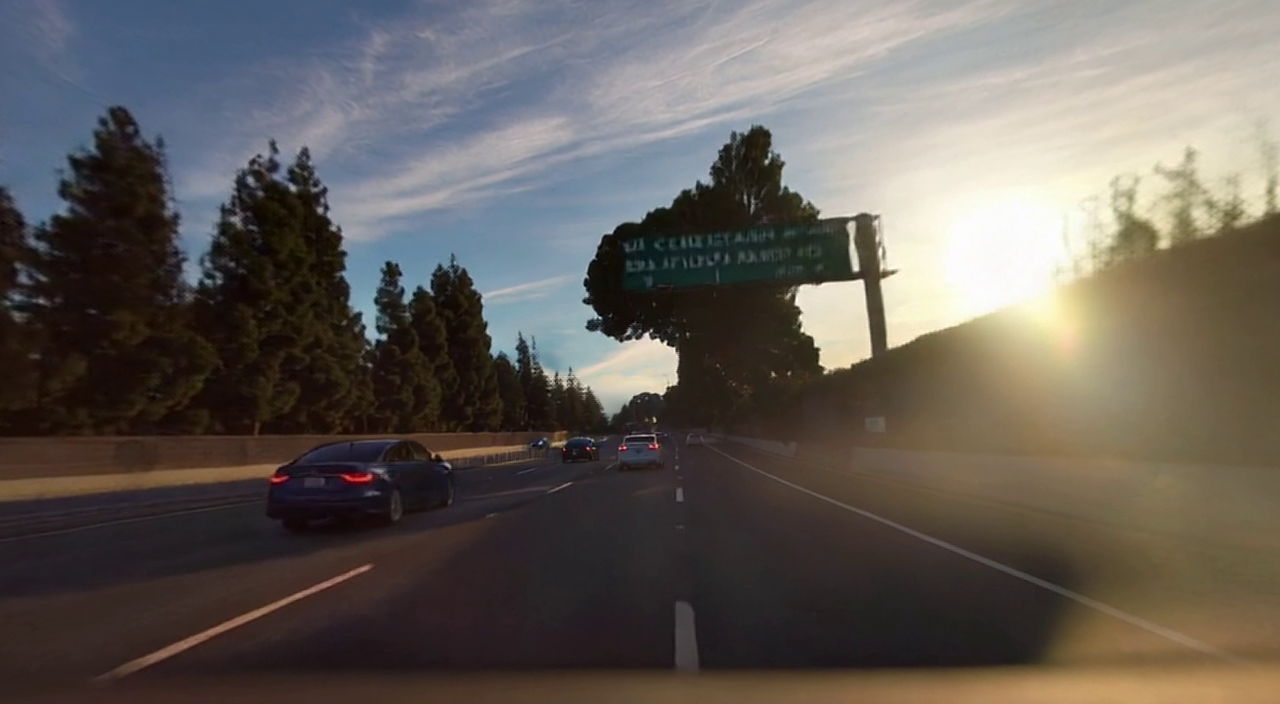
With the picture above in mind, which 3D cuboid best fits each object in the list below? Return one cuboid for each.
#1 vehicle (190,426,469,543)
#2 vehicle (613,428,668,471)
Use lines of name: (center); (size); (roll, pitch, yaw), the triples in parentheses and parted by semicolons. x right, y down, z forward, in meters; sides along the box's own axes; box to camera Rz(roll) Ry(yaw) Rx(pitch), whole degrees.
vehicle: (-4.613, 2.037, 10.470); (1.981, 1.460, 4.792); (-1, -8, 3)
vehicle: (0.115, 4.147, 27.065); (2.082, 1.638, 4.644); (-1, -8, 3)
